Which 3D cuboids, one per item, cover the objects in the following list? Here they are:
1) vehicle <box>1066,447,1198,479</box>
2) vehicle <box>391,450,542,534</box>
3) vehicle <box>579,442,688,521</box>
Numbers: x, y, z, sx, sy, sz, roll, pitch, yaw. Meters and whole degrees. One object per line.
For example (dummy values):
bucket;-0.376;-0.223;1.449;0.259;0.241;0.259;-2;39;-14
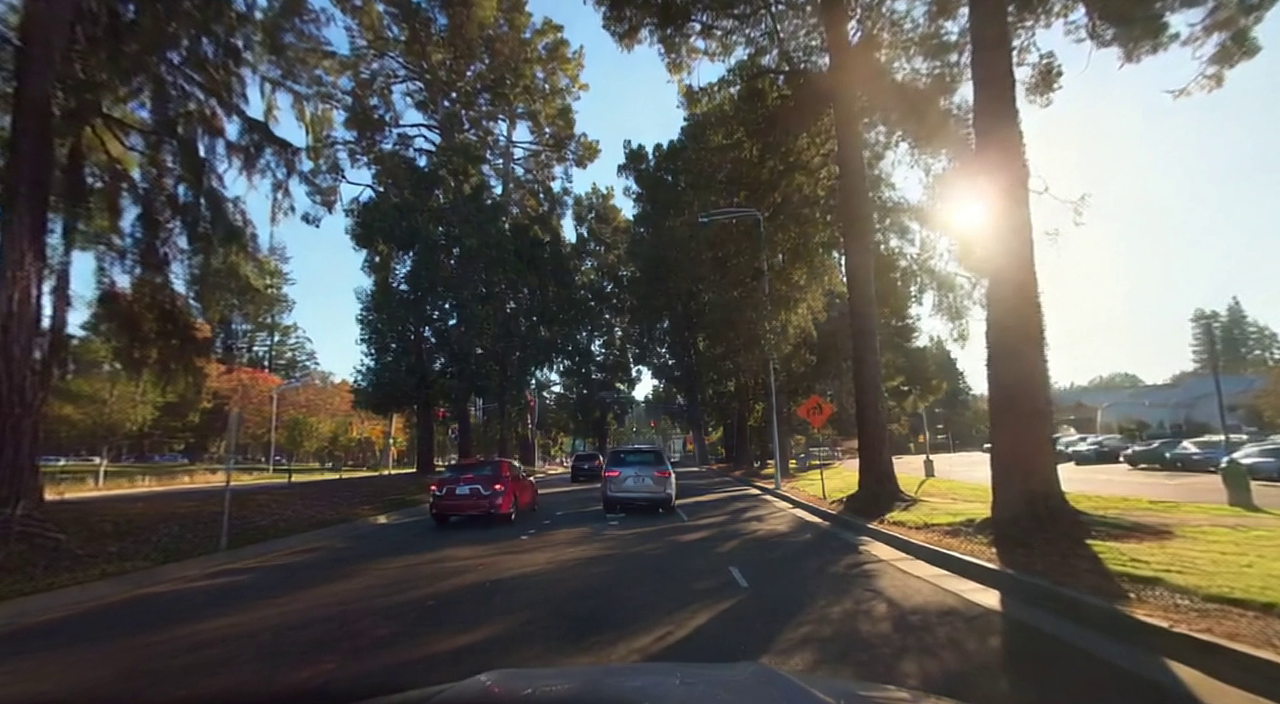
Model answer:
vehicle;27.701;6.213;35.675;5.955;1.702;2.166;1;-8;-7
vehicle;-3.466;2.860;13.594;1.922;1.464;4.424;0;-8;1
vehicle;-0.132;2.953;14.954;2.229;1.591;3.897;0;-8;0
